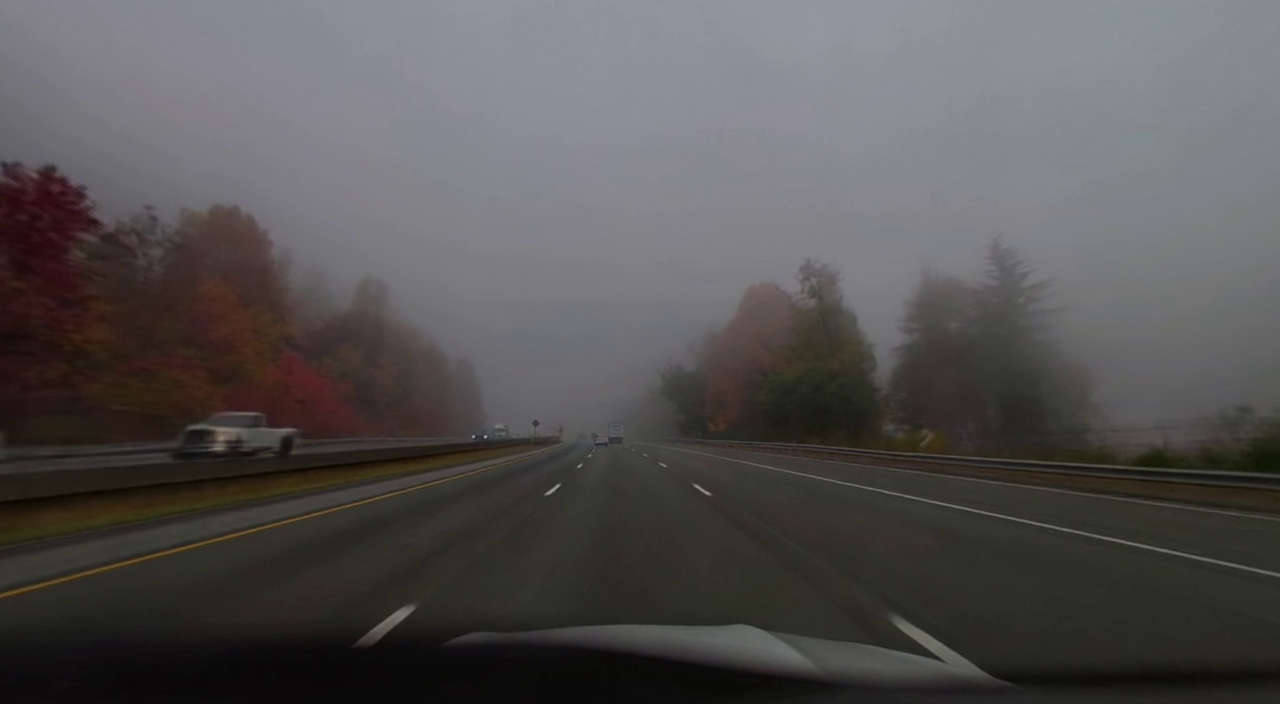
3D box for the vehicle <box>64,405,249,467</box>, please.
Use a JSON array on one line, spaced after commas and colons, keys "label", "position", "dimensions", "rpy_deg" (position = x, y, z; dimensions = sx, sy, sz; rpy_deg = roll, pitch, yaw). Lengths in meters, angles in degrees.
[{"label": "vehicle", "position": [-14.187, 2.527, 18.894], "dimensions": [2.070, 1.625, 4.519], "rpy_deg": [0, -8, -2]}]
